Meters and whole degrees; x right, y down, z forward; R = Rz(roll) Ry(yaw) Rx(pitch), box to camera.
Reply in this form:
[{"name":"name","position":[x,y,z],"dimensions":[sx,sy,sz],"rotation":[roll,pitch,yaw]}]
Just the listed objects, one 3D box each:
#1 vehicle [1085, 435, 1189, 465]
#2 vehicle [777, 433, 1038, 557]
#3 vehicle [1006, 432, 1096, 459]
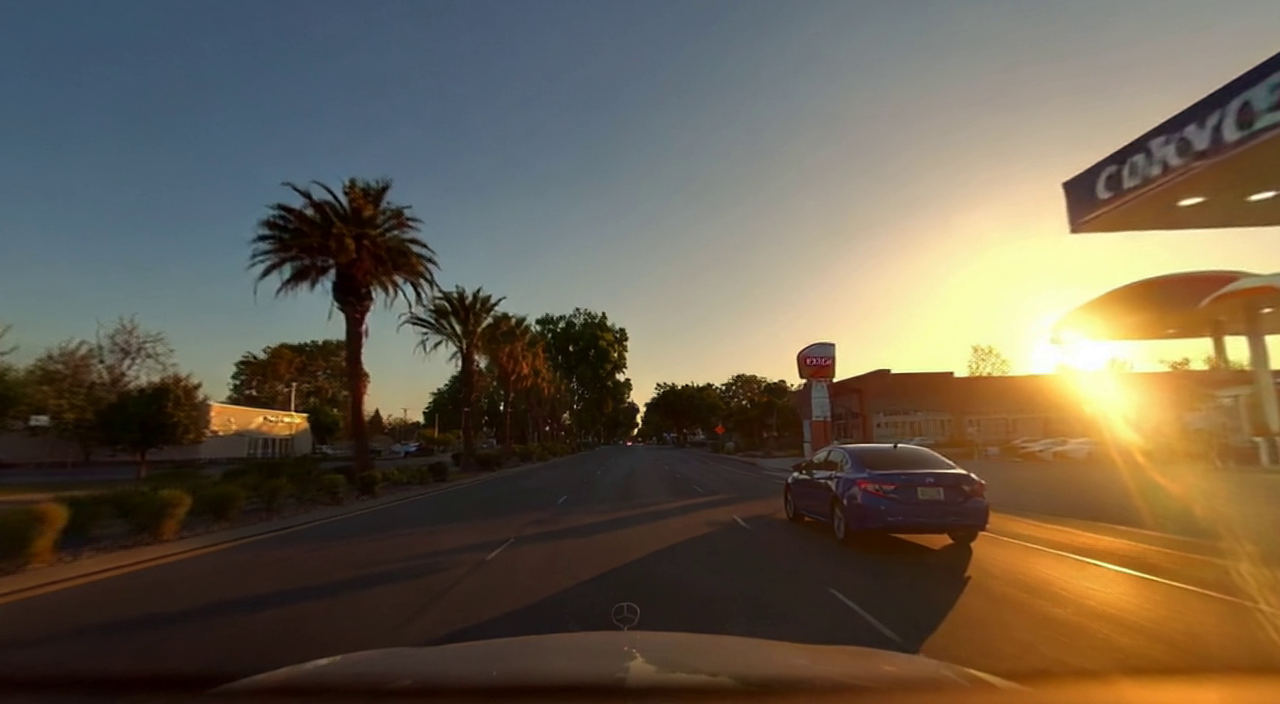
[{"name":"vehicle","position":[28.527,5.627,36.377],"dimensions":[4.280,1.637,2.009],"rotation":[0,-9,-2]},{"name":"vehicle","position":[3.624,1.989,9.615],"dimensions":[1.978,1.442,4.262],"rotation":[0,-8,-2]},{"name":"vehicle","position":[32.329,7.379,49.809],"dimensions":[5.339,1.812,2.175],"rotation":[-3,-9,3]}]
